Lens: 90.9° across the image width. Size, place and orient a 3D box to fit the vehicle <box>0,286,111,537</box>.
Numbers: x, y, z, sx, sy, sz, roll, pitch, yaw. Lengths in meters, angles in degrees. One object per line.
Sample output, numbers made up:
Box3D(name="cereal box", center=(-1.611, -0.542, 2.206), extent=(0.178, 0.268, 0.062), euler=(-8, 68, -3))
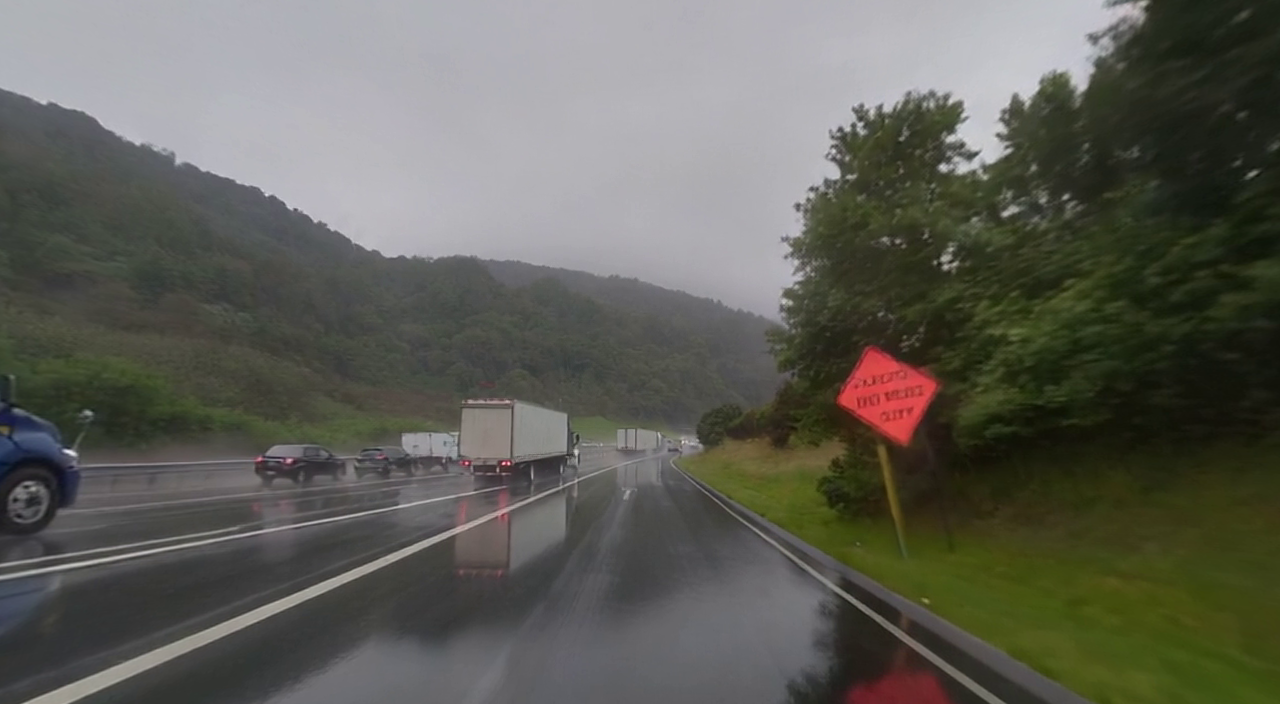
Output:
Box3D(name="vehicle", center=(-11.285, 0.714, 8.321), extent=(2.960, 3.757, 5.799), euler=(-1, -9, 7))

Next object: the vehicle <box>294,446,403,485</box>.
Box3D(name="vehicle", center=(-12.442, 4.873, 27.337), extent=(1.925, 1.493, 4.864), euler=(-2, -9, 8))

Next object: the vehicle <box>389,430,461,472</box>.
Box3D(name="vehicle", center=(-14.253, 6.644, 42.138), extent=(2.264, 2.596, 5.494), euler=(-1, -9, 7))

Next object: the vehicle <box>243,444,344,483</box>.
Box3D(name="vehicle", center=(-16.124, 5.182, 29.579), extent=(1.943, 1.662, 4.283), euler=(-1, -9, 6))

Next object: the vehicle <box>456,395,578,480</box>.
Box3D(name="vehicle", center=(-6.642, 5.219, 37.599), extent=(2.848, 4.067, 14.314), euler=(-1, -9, 7))
